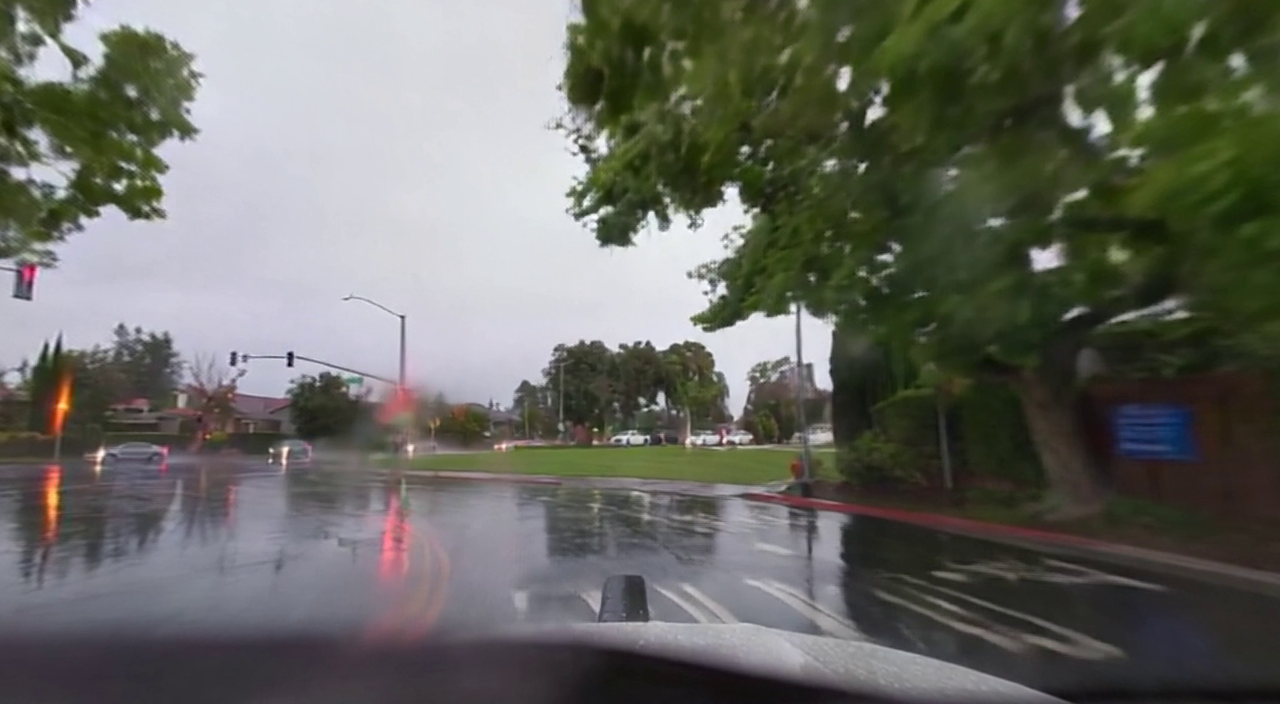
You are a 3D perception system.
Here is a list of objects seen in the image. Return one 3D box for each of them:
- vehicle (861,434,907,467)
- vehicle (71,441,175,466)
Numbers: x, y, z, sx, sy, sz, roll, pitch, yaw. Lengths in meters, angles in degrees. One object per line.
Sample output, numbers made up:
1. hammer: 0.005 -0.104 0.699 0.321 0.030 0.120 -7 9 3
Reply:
1. vehicle: 12.989 5.163 33.220 1.907 1.515 4.550 -4 -7 25
2. vehicle: -33.177 6.531 40.462 1.847 1.461 4.853 -3 -9 17
